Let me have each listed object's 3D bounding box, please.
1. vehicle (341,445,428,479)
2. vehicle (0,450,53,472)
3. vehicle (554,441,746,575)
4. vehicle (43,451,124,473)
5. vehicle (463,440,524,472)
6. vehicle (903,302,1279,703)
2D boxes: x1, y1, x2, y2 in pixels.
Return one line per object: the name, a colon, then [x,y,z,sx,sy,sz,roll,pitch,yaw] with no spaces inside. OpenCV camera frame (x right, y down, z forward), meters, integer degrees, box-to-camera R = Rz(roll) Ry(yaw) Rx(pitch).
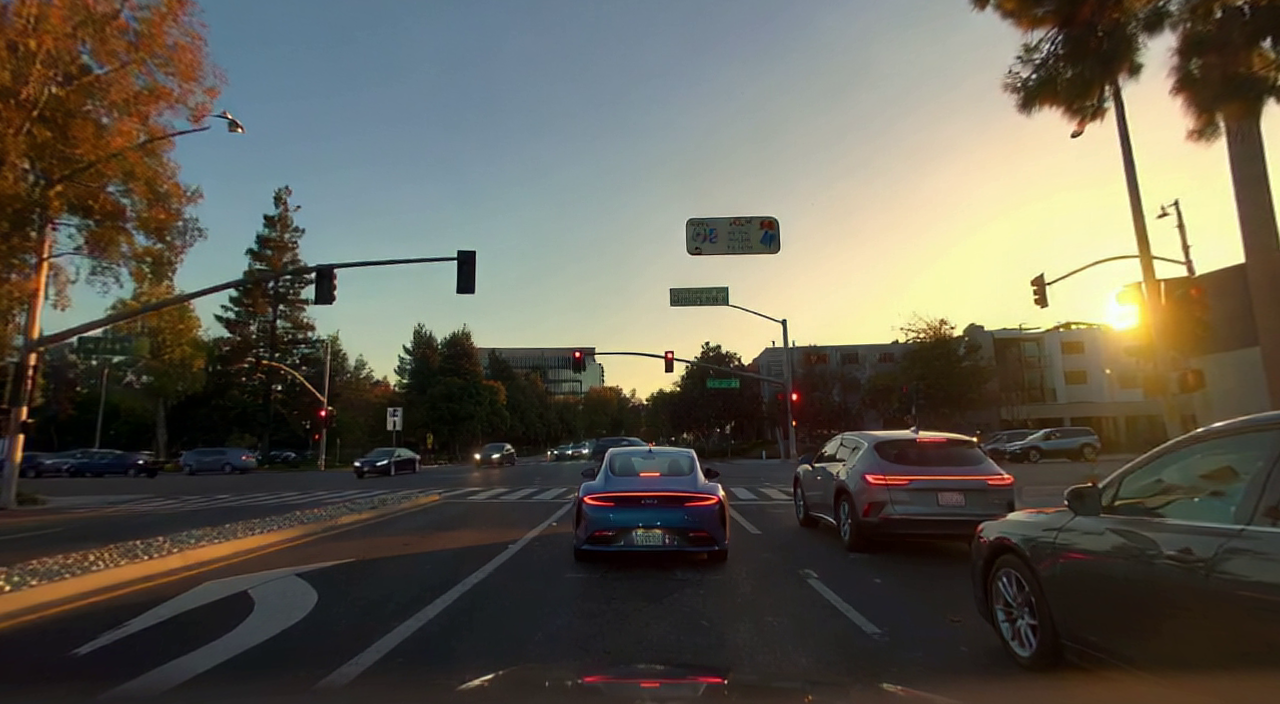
vehicle: [-11.812,5.103,29.515,2.053,1.436,4.494,0,-8,2]
vehicle: [-46.317,7.966,46.156,4.545,1.558,1.833,0,-8,-3]
vehicle: [0.122,1.877,8.393,1.945,1.343,3.827,0,-8,1]
vehicle: [-41.271,8.153,46.803,4.195,1.533,1.752,0,-8,-3]
vehicle: [-8.036,5.770,35.135,2.091,1.651,4.870,-1,-8,2]
vehicle: [3.108,0.806,2.526,2.143,1.759,4.531,0,-8,0]
